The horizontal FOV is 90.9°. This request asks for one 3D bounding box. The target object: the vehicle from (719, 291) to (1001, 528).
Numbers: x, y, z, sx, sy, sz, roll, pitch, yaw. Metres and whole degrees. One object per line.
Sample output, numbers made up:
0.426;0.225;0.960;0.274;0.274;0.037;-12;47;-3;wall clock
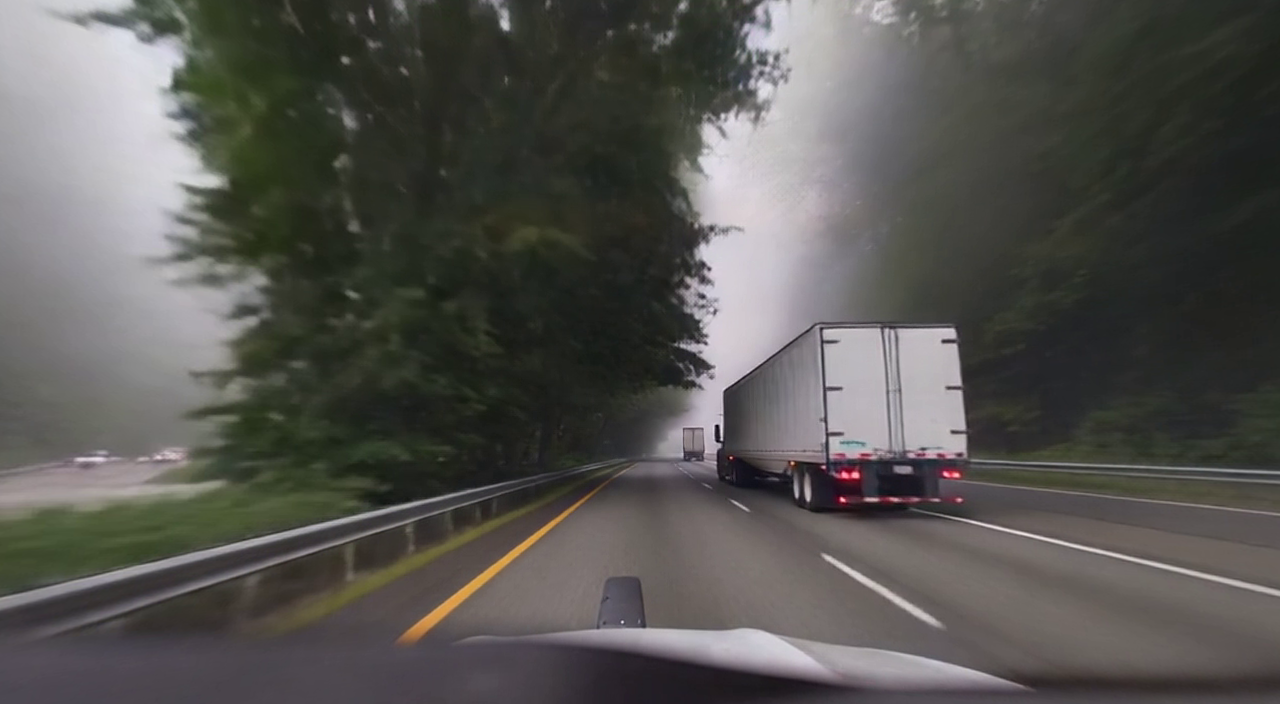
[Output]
4.503;1.997;17.546;2.859;3.984;14.045;0;-9;0;vehicle
